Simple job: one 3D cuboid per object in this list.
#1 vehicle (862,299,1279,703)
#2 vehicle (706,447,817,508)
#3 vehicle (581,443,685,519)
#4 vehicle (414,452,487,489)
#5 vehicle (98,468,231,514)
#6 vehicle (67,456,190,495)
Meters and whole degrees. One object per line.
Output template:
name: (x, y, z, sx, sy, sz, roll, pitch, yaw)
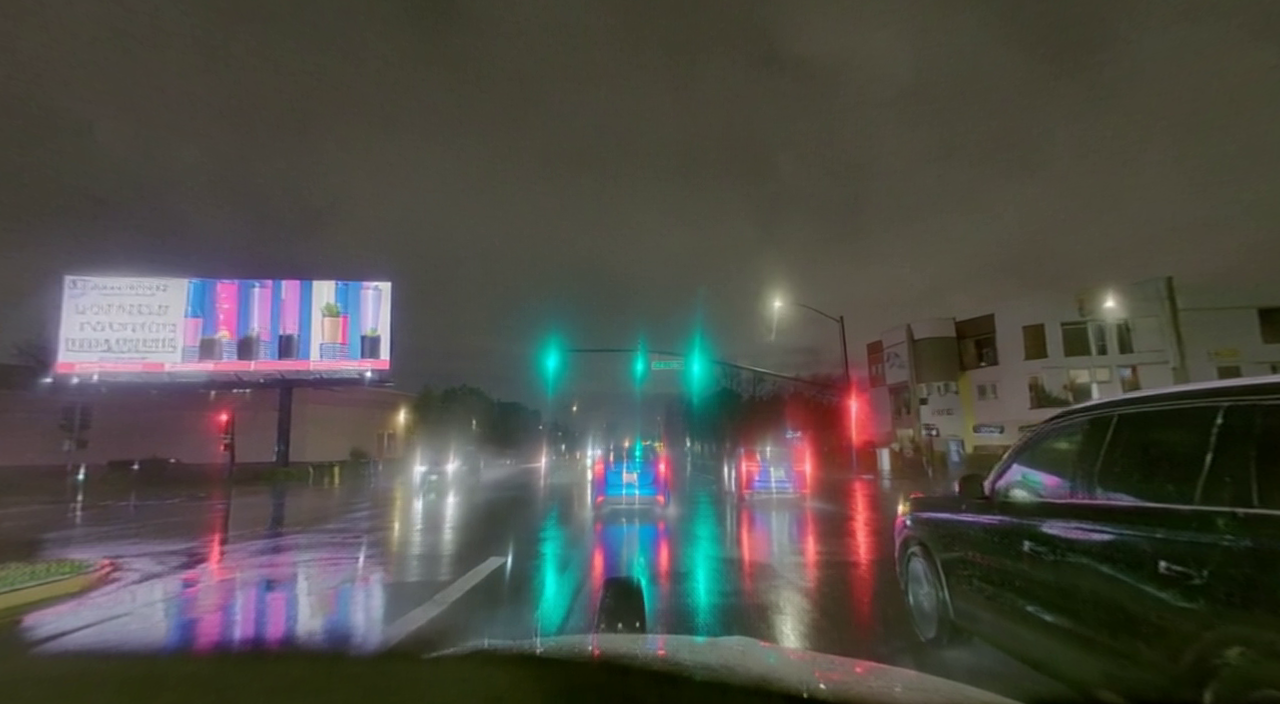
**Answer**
vehicle: (2.980, 0.926, 3.224, 2.047, 1.785, 4.357, 0, -8, -1)
vehicle: (3.138, 3.328, 17.296, 2.009, 1.414, 4.416, 0, -8, -2)
vehicle: (-0.192, 2.895, 14.704, 2.095, 1.502, 3.873, 0, -8, -2)
vehicle: (-8.684, 5.438, 29.332, 1.879, 1.510, 4.619, 0, -8, 1)
vehicle: (-19.181, 5.594, 25.798, 1.942, 1.453, 4.448, 0, -8, 0)
vehicle: (-27.618, 6.659, 34.418, 2.300, 1.932, 5.056, 0, -9, 2)
